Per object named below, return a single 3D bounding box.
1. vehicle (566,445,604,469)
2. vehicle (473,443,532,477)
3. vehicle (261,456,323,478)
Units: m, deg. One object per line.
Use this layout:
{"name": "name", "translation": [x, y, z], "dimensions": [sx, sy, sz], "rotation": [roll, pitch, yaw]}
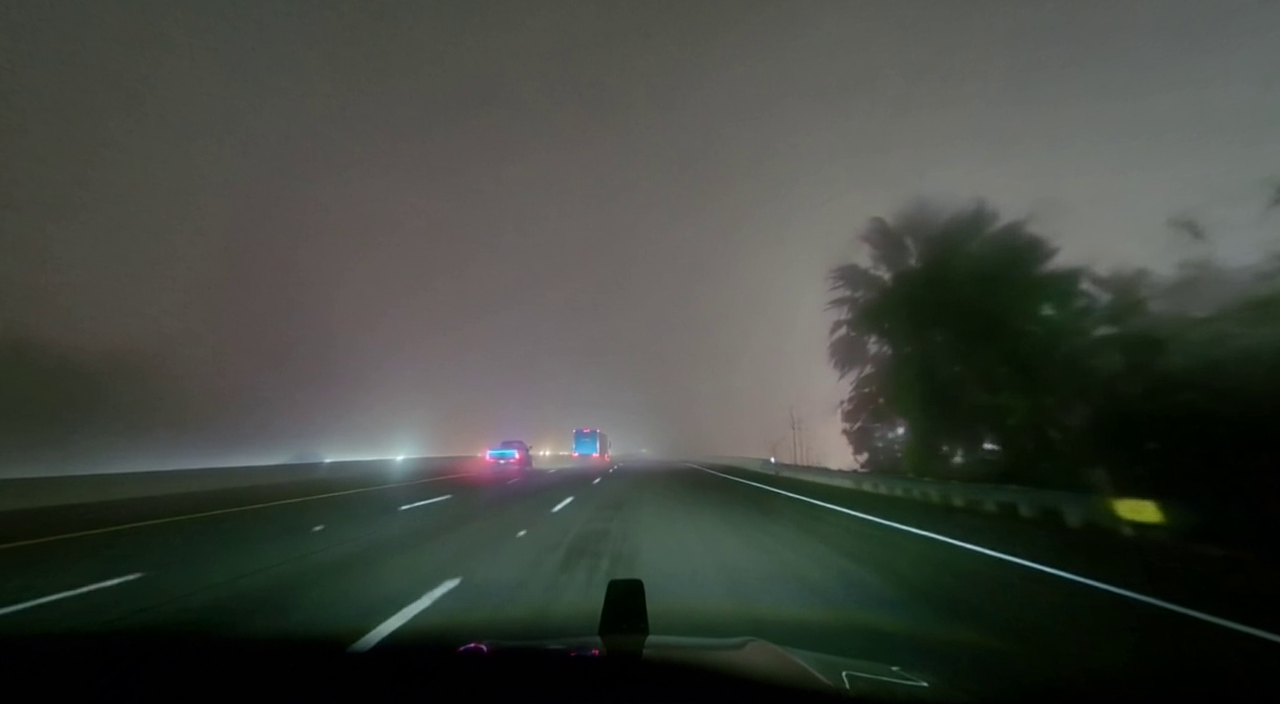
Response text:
{"name": "vehicle", "translation": [-3.725, 7.208, 43.415], "dimensions": [2.184, 1.554, 4.350], "rotation": [0, -8, 1]}
{"name": "vehicle", "translation": [-7.187, 5.654, 33.363], "dimensions": [2.075, 1.646, 4.405], "rotation": [0, -8, 1]}
{"name": "vehicle", "translation": [-24.127, 7.952, 43.862], "dimensions": [1.699, 1.396, 4.229], "rotation": [0, -8, 2]}
